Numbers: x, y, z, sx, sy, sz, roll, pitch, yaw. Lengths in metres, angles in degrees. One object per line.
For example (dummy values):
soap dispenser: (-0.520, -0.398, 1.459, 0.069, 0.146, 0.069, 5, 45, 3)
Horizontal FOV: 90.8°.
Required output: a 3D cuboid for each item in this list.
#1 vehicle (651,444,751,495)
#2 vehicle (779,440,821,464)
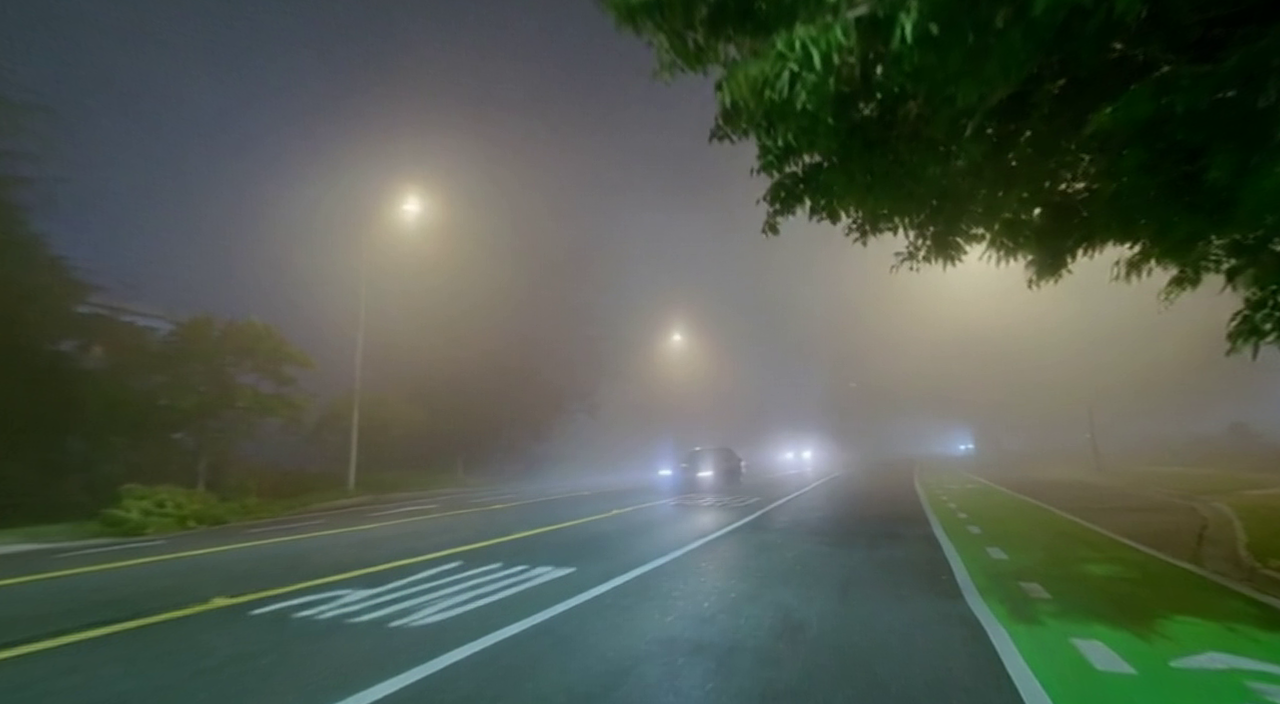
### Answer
vehicle: (2.128, 3.760, 20.716, 2.071, 1.456, 4.663, -3, -9, 21)
vehicle: (12.478, 7.767, 49.100, 2.065, 1.744, 4.566, -5, -10, 27)
